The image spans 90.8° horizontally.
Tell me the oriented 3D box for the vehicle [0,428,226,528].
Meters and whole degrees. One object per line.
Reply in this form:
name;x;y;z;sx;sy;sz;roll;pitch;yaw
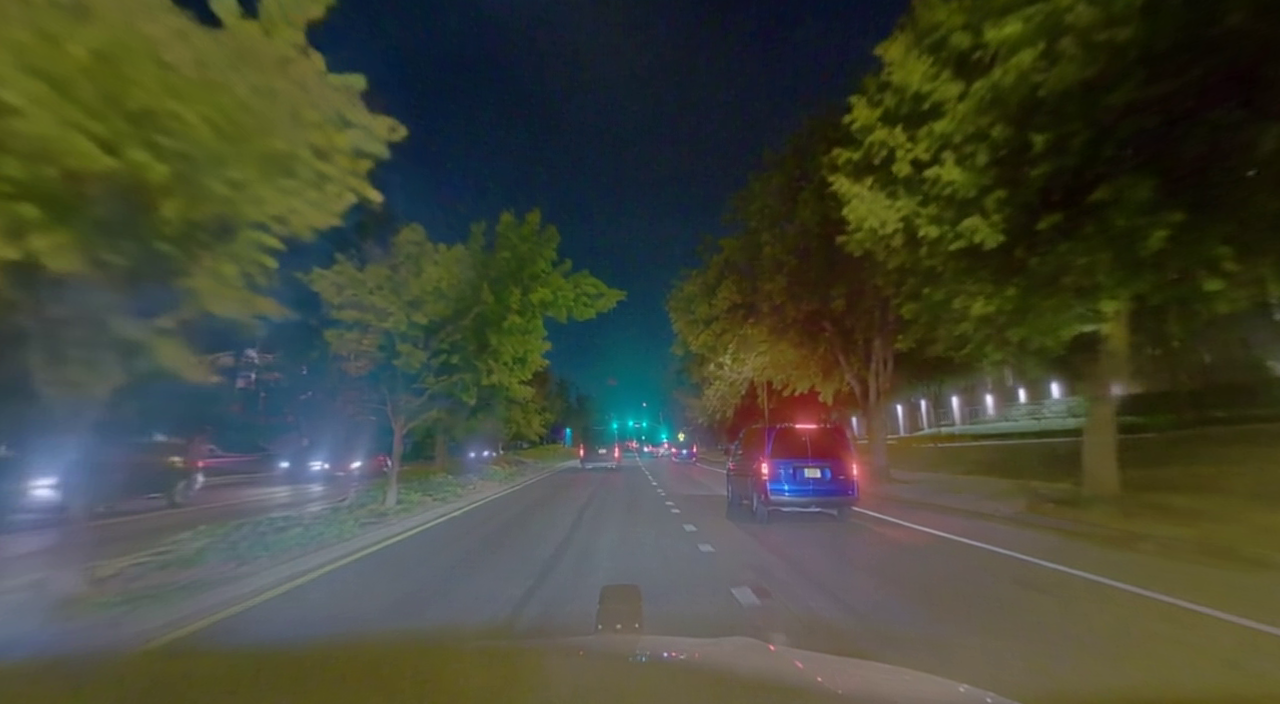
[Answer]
vehicle;-11.493;2.580;13.573;2.192;1.754;4.569;0;-8;-2

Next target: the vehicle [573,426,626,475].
vehicle;-1.783;4.549;29.295;2.228;2.054;4.309;0;-8;0

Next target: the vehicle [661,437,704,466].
vehicle;2.581;6.200;39.532;2.248;1.692;4.252;0;-8;-2

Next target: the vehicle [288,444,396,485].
vehicle;-11.806;4.468;25.464;2.116;1.481;4.572;0;-8;0

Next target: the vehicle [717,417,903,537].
vehicle;2.668;2.073;11.073;1.965;1.671;4.146;0;-8;-2
